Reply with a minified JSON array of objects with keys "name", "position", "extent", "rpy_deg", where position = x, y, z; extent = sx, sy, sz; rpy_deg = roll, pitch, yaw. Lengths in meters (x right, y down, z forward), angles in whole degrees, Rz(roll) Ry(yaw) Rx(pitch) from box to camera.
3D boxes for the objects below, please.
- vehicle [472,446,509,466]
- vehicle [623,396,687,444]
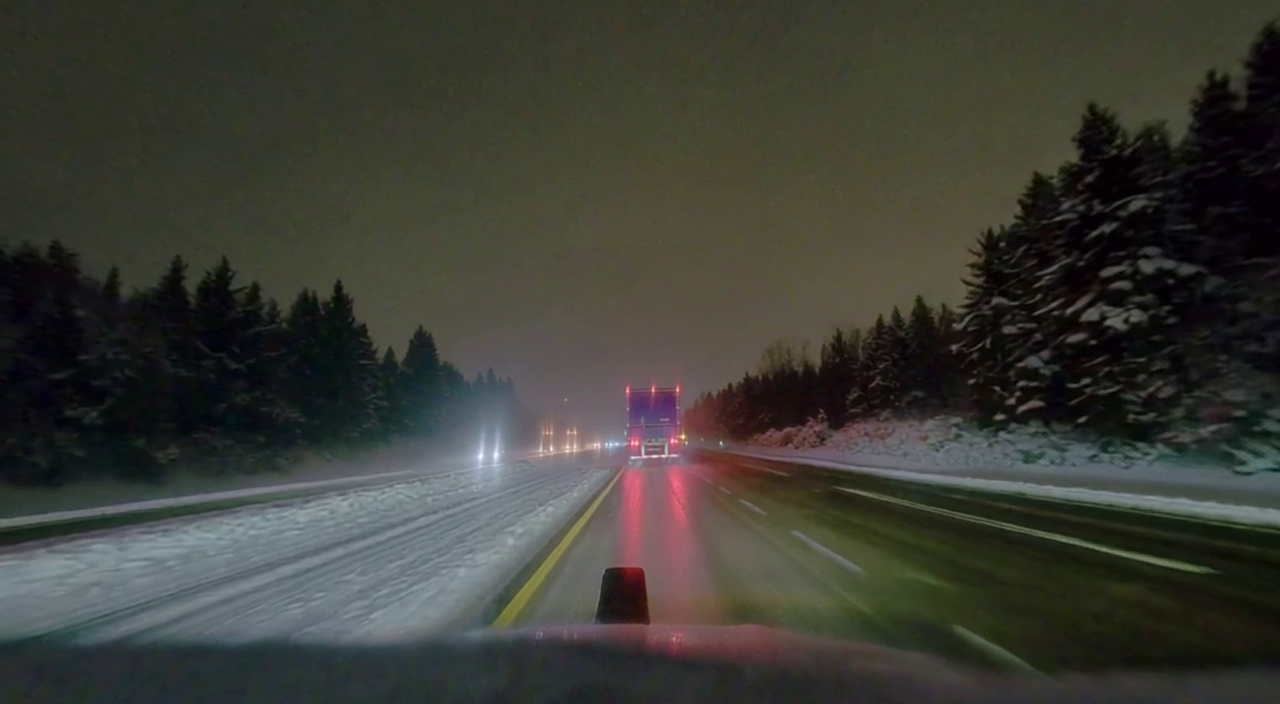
[{"name":"vehicle","position":[-11.663,8.109,49.227],"extent":[1.761,1.520,4.276],"rpy_deg":[0,-8,2]},{"name":"vehicle","position":[0.573,3.019,27.068],"extent":[2.509,1.890,4.732],"rpy_deg":[0,-8,0]}]
